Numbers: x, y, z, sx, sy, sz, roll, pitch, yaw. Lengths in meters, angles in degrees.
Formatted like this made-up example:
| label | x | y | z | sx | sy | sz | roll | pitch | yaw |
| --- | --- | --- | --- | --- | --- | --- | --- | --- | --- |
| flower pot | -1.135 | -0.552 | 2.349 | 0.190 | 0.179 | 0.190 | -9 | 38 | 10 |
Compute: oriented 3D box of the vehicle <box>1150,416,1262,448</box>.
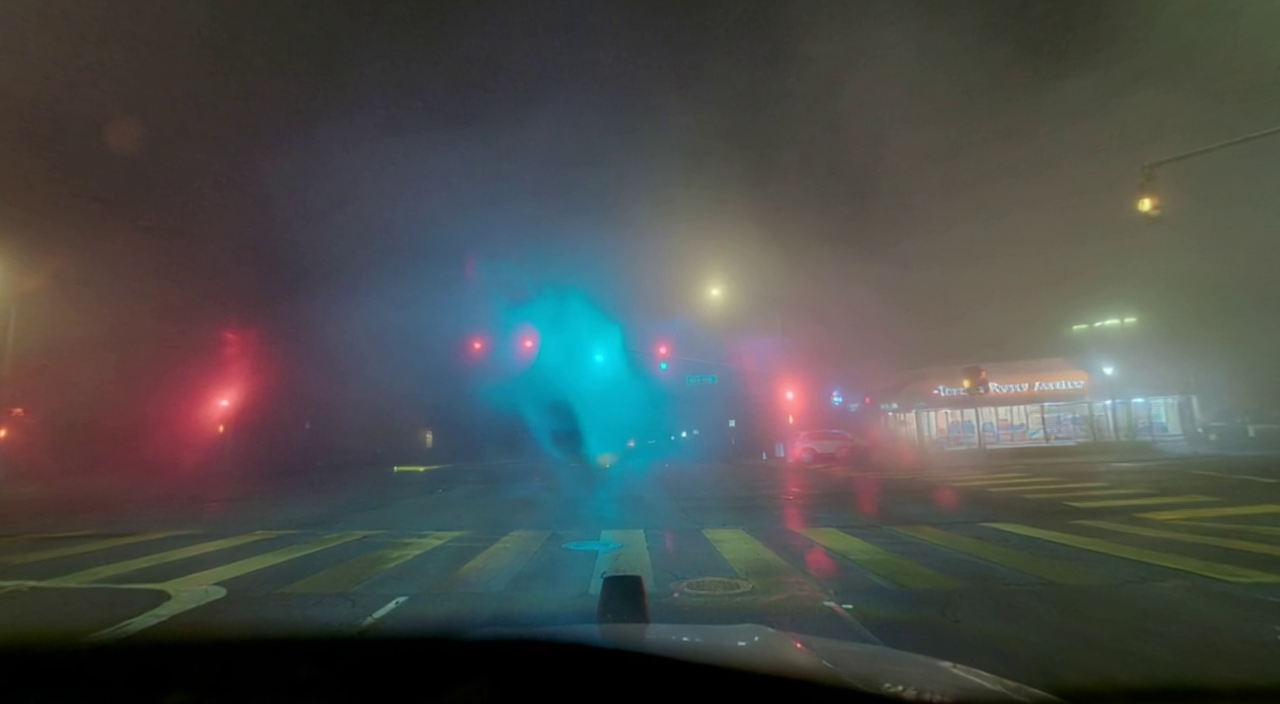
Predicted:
| label | x | y | z | sx | sy | sz | roll | pitch | yaw |
| --- | --- | --- | --- | --- | --- | --- | --- | --- | --- |
| vehicle | 28.286 | 4.077 | 31.721 | 1.799 | 1.459 | 4.266 | 0 | -8 | 3 |
